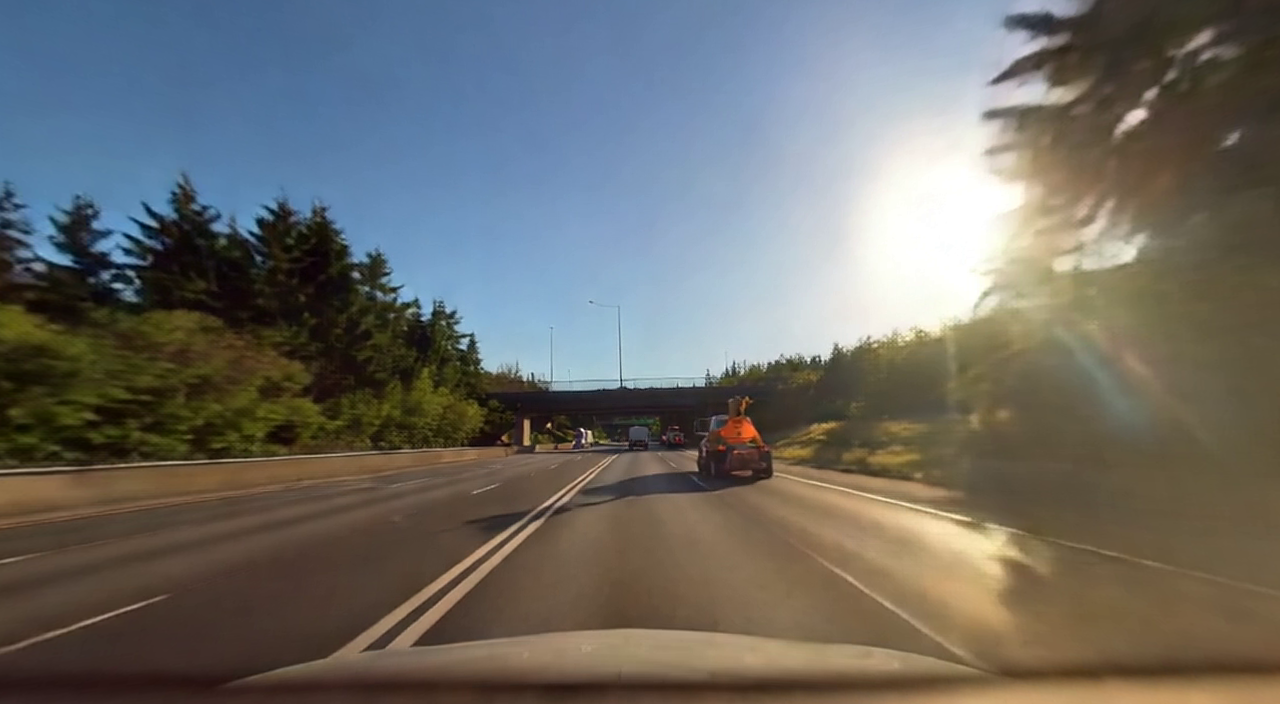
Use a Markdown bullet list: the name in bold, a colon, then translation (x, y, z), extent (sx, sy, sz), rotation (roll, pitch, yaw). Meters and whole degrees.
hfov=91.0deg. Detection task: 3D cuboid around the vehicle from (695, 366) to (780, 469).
- **vehicle**: translation (4.300, 3.103, 29.031), extent (2.875, 4.206, 4.999), rotation (-2, -8, -1)
